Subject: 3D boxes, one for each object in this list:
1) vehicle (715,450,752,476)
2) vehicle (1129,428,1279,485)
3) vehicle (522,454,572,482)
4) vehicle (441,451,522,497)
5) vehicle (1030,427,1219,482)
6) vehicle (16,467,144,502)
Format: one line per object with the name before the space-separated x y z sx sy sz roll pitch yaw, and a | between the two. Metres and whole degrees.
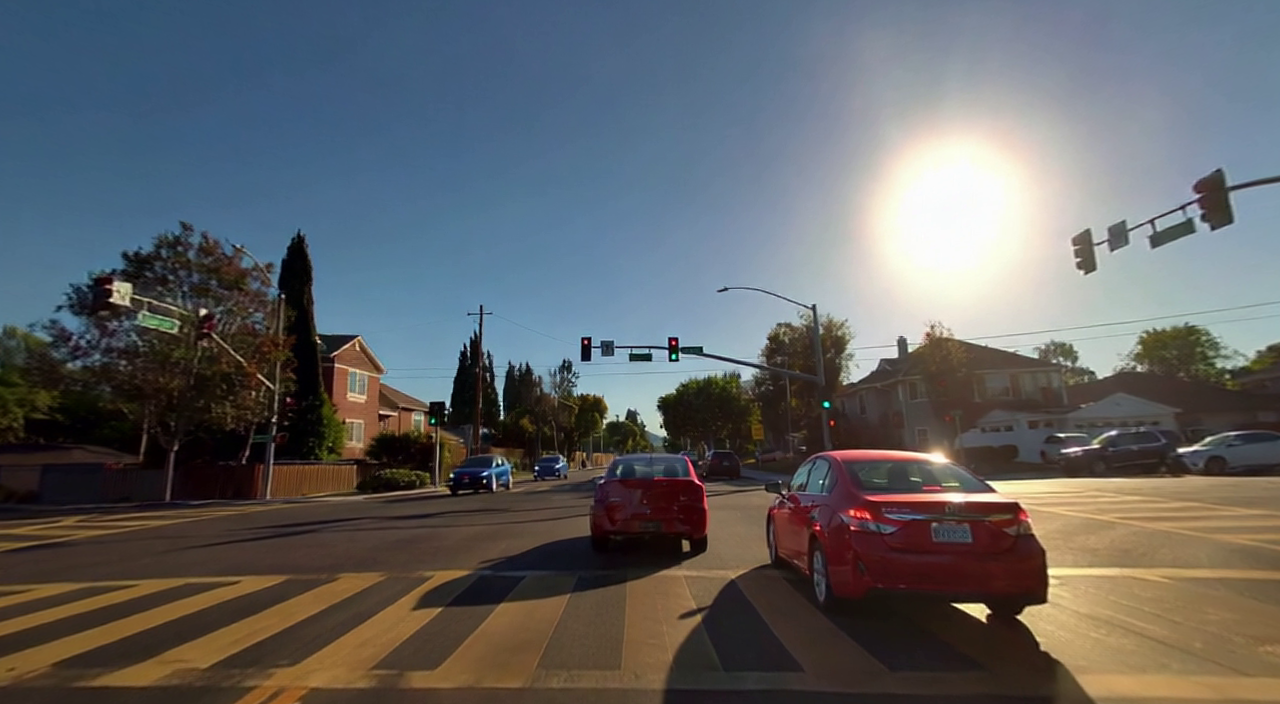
vehicle | 6.204 7.340 42.167 1.891 1.611 4.269 0 -9 1
vehicle | 16.953 2.963 18.002 4.345 1.517 1.913 0 -9 2
vehicle | -5.912 7.426 40.753 2.270 1.605 4.958 -2 -9 3
vehicle | -6.350 4.896 25.843 1.982 1.686 4.195 -1 -9 3
vehicle | 16.011 3.429 21.113 4.452 1.711 2.186 0 -9 1
vehicle | -30.107 7.108 34.235 2.106 1.586 5.009 -1 -9 4
